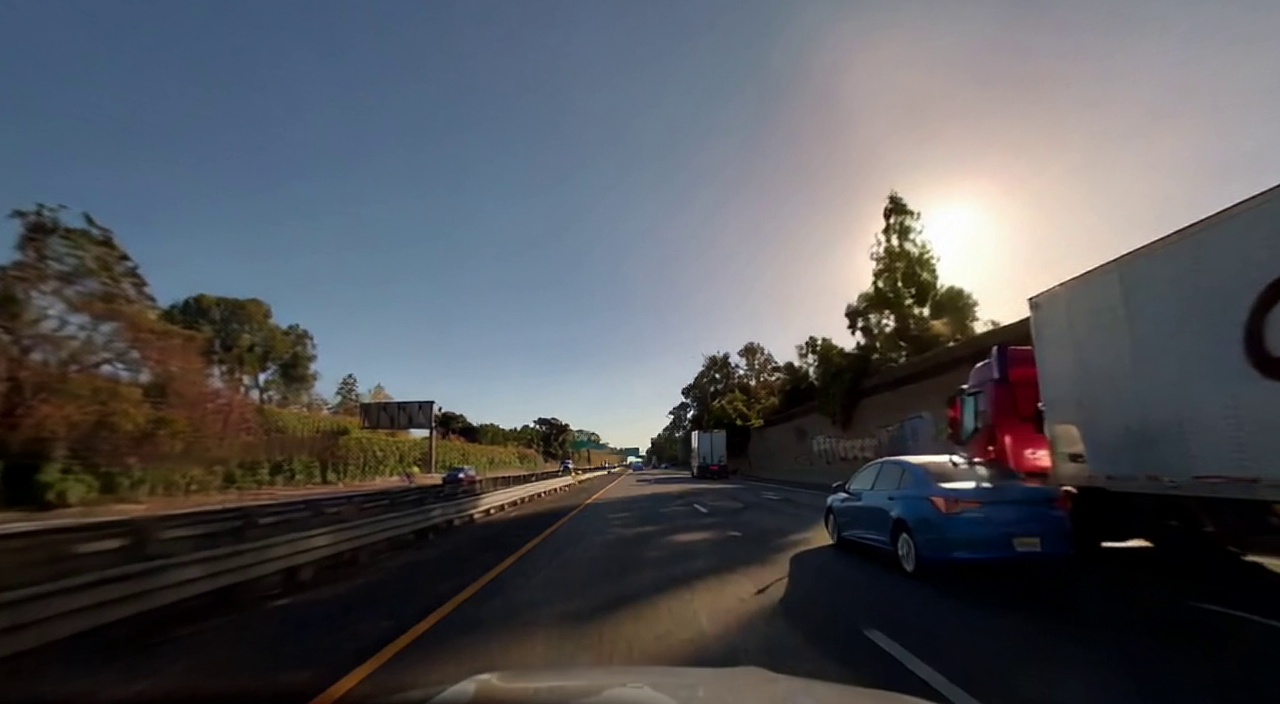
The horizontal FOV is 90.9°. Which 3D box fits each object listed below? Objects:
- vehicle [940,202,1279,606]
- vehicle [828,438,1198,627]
[{"bbox_3d":[8.102,0.309,5.070,3.298,4.017,16.824,1,-10,1],"label":"vehicle"},{"bbox_3d":[3.780,1.925,7.303,2.011,1.574,3.512,-1,-11,-1],"label":"vehicle"}]
